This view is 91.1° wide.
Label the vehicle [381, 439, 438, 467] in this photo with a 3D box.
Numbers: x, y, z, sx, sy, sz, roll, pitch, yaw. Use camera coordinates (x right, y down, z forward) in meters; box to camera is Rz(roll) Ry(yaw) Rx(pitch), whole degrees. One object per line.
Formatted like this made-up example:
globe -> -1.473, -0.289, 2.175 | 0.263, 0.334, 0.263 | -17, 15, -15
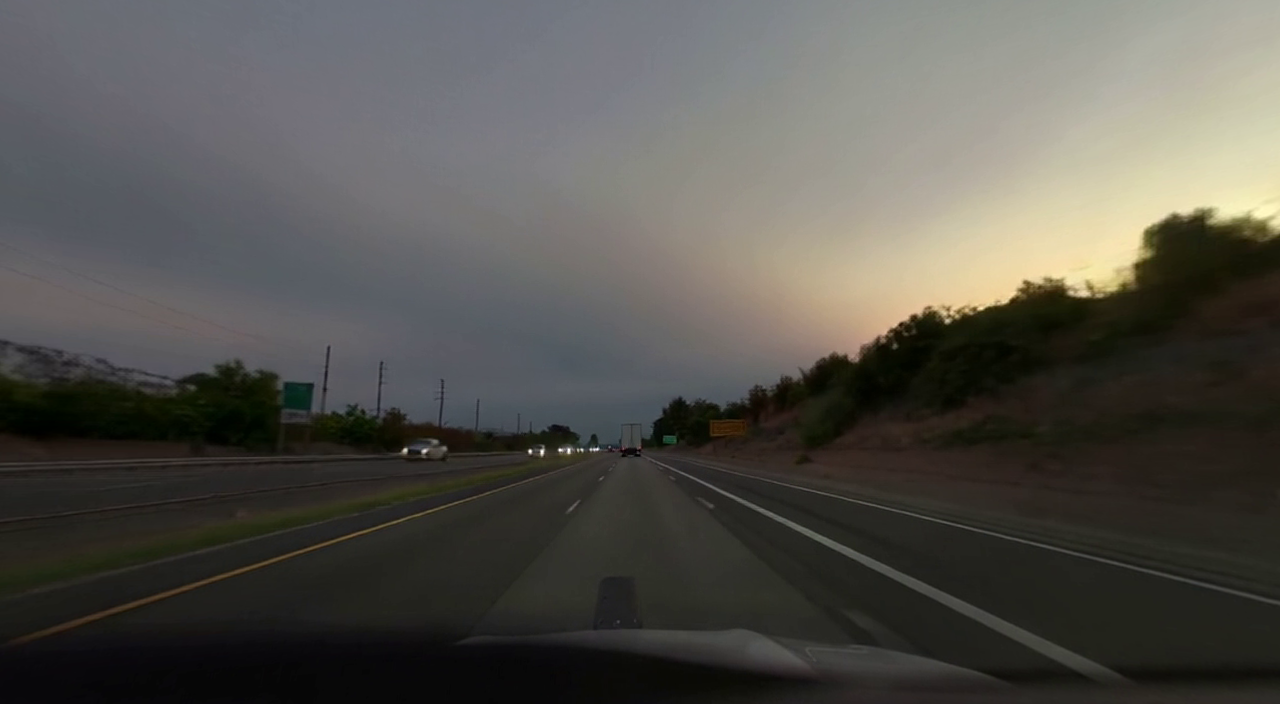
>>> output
vehicle -> -16.535, 7.266, 45.358 | 2.179, 1.831, 5.119 | 0, -9, 0
